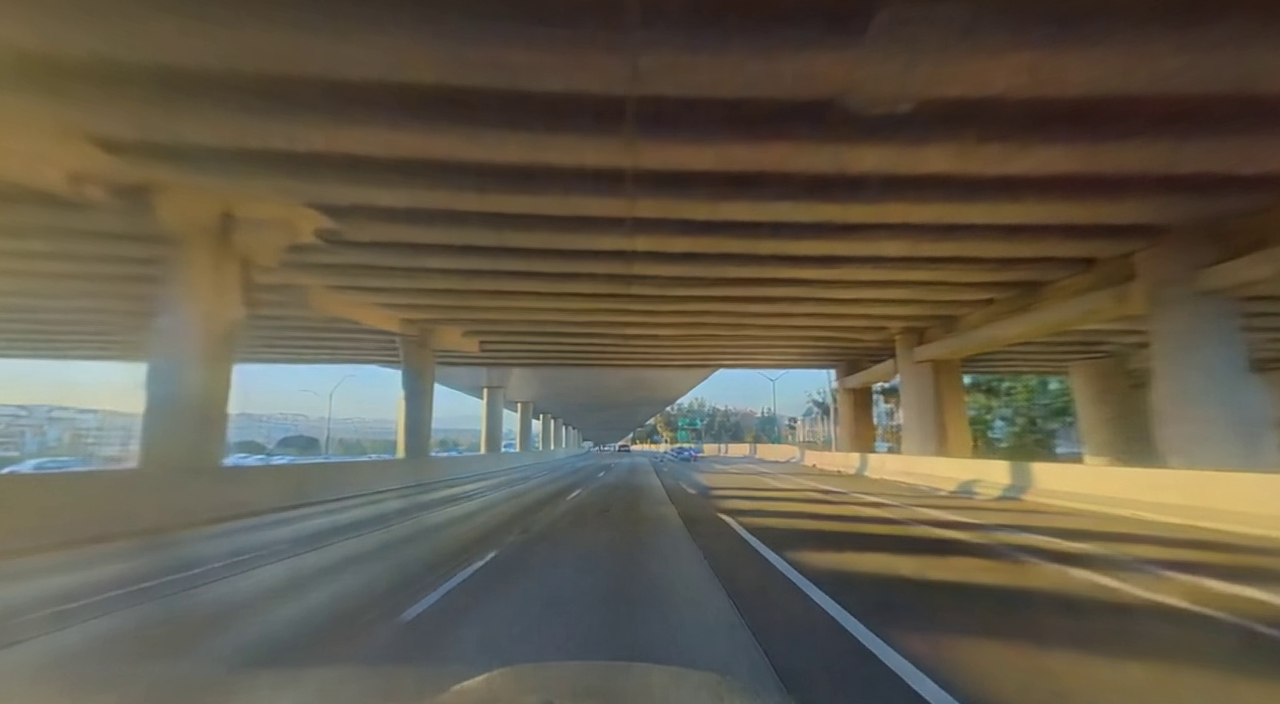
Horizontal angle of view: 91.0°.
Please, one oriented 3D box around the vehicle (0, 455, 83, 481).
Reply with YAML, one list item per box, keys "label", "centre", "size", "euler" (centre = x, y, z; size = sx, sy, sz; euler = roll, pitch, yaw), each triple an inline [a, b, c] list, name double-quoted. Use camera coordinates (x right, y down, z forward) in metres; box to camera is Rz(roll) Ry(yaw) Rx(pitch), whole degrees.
- label: "vehicle"
  centre: [-44.672, 8.490, 46.308]
  size: [1.940, 1.679, 5.946]
  euler: [0, -9, 0]
